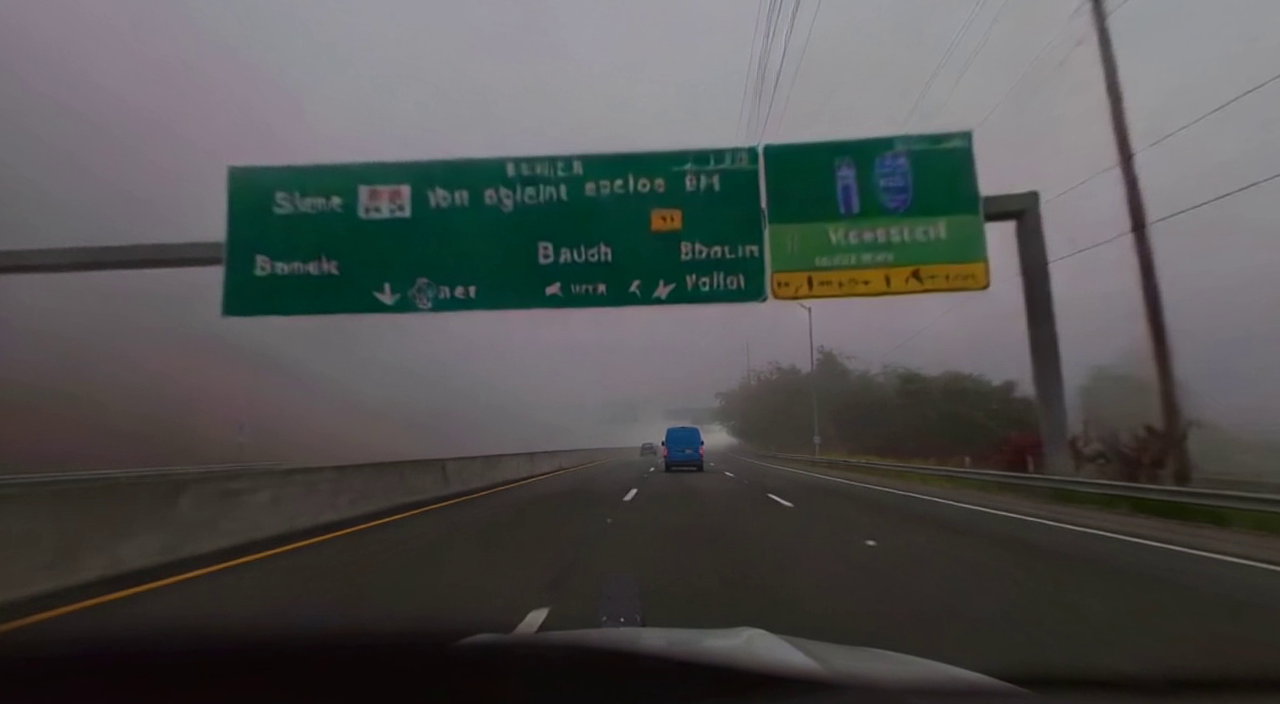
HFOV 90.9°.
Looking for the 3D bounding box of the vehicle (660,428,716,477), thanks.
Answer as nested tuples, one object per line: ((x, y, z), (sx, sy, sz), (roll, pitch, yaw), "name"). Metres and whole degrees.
((2.109, 4.522, 28.403), (2.261, 1.969, 5.104), (0, -9, 3), "vehicle")
